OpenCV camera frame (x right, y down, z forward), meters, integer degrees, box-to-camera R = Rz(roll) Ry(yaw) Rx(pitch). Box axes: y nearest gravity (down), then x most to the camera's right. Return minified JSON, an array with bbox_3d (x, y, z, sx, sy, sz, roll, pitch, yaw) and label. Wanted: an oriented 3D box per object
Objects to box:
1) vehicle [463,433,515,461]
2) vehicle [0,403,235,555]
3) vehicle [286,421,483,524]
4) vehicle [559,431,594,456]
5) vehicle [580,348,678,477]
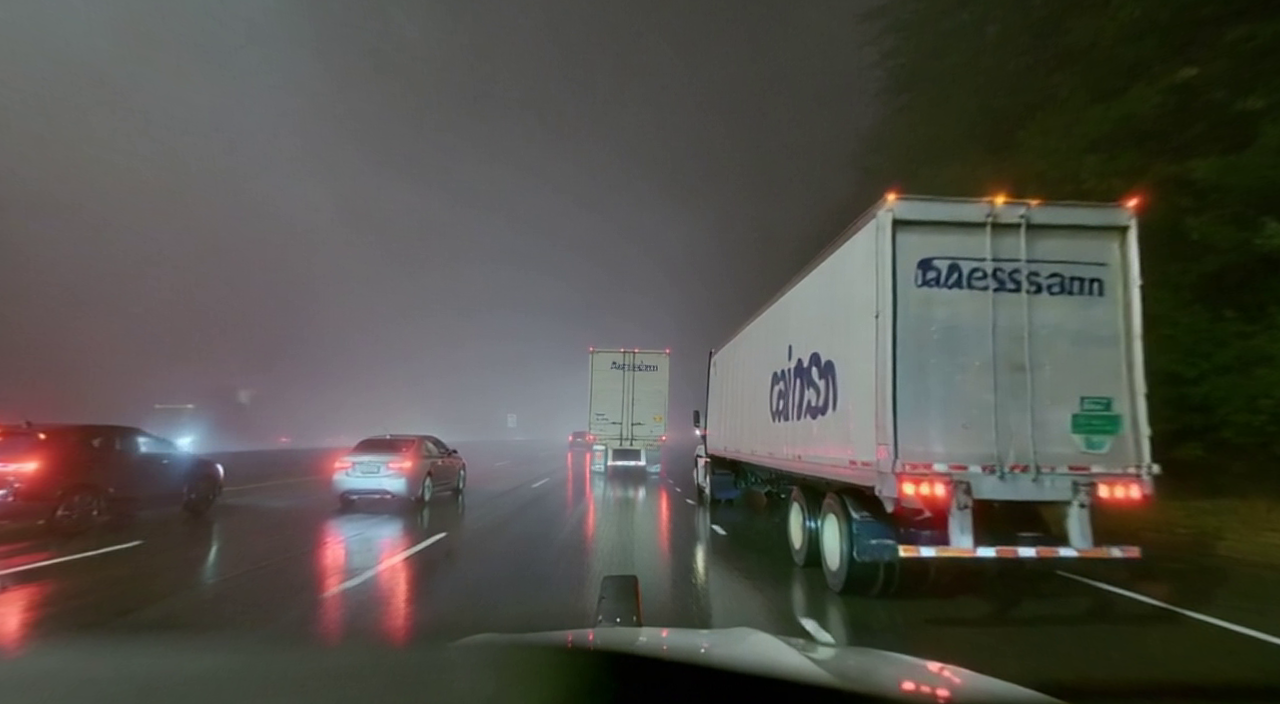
[{"bbox_3d":[-8.651,5.474,36.474,1.976,1.510,4.604,0,-8,-1],"label":"vehicle"},{"bbox_3d":[-8.063,1.659,8.849,1.990,1.654,4.129,0,-8,-1],"label":"vehicle"},{"bbox_3d":[-4.227,2.024,11.184,1.933,1.492,3.838,0,-8,-1],"label":"vehicle"},{"bbox_3d":[-4.432,6.471,44.398,2.104,1.653,4.302,0,-8,-1],"label":"vehicle"},{"bbox_3d":[-0.445,2.619,25.420,3.118,4.106,10.719,0,-8,-1],"label":"vehicle"}]
